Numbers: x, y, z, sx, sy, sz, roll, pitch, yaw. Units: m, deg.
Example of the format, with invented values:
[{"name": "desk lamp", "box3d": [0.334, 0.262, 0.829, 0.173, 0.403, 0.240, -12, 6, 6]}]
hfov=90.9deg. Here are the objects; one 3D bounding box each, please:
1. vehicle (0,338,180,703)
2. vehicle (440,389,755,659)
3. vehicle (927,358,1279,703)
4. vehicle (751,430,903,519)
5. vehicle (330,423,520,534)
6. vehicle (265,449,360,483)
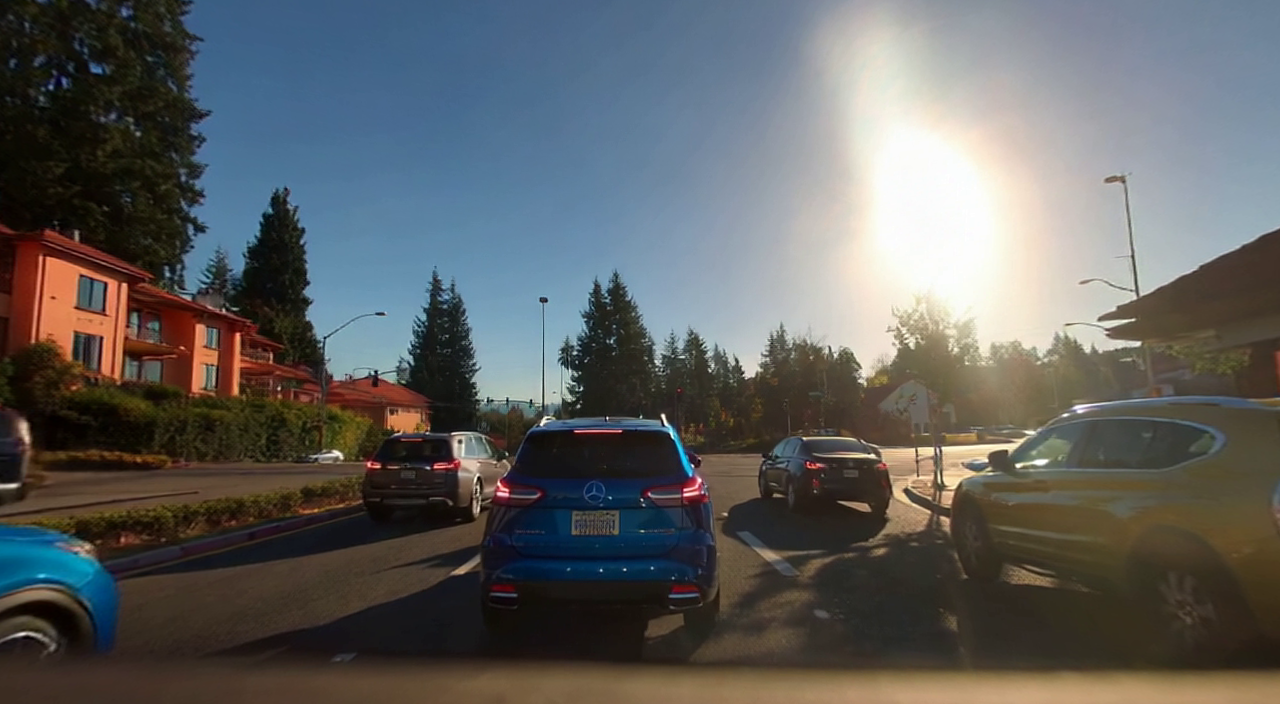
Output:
[{"name": "vehicle", "box3d": [-3.467, 0.617, 0.979, 2.047, 1.741, 4.470, 0, -8, 1]}, {"name": "vehicle", "box3d": [-0.167, 1.397, 6.158, 2.022, 1.700, 4.084, 0, -8, 3]}, {"name": "vehicle", "box3d": [4.152, 1.194, 4.852, 2.014, 1.740, 4.515, -1, -8, 4]}, {"name": "vehicle", "box3d": [3.637, 2.440, 13.053, 1.847, 1.554, 3.885, 0, -8, -2]}, {"name": "vehicle", "box3d": [-3.767, 2.290, 12.039, 2.012, 1.701, 4.316, 0, -8, 1]}, {"name": "vehicle", "box3d": [-15.572, 5.432, 30.306, 1.989, 1.461, 4.615, 0, -8, 2]}]
